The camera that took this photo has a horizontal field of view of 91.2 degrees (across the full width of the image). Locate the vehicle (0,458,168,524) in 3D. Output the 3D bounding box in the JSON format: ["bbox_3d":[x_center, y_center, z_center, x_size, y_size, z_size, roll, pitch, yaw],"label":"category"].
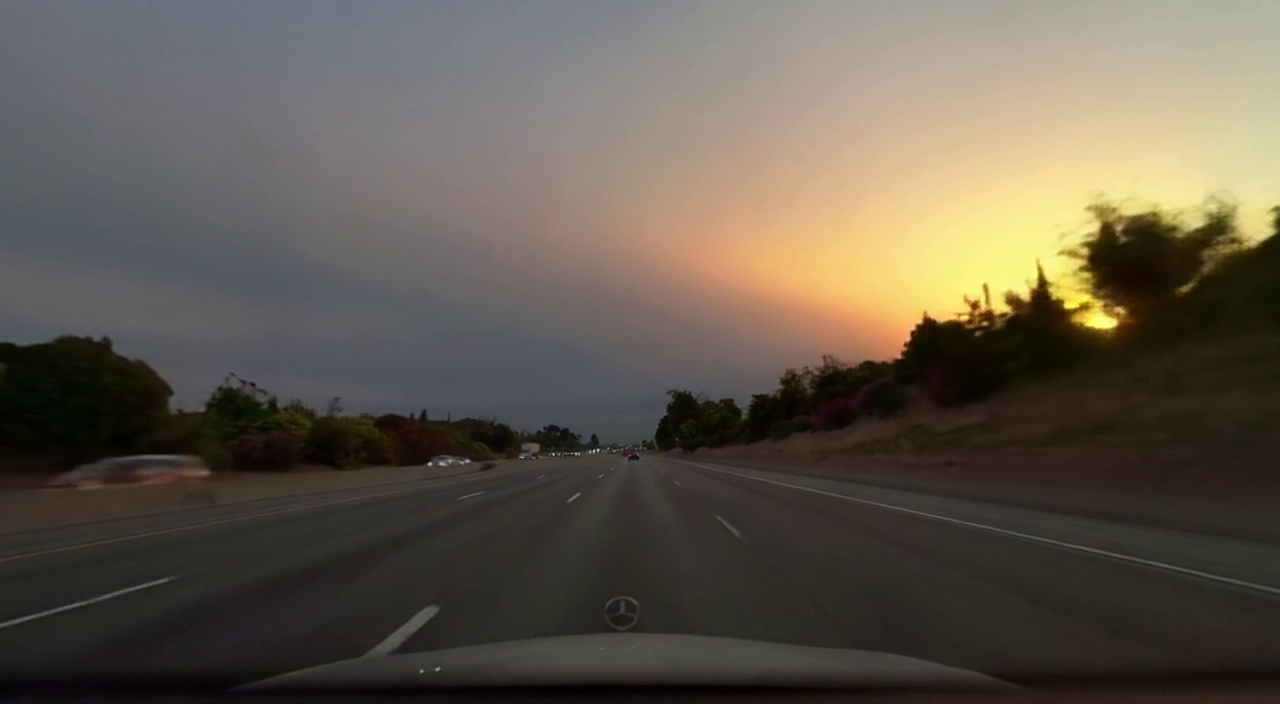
[{"bbox_3d":[-15.453,3.661,17.029,1.903,1.503,4.309,0,-9,-1],"label":"vehicle"}]
